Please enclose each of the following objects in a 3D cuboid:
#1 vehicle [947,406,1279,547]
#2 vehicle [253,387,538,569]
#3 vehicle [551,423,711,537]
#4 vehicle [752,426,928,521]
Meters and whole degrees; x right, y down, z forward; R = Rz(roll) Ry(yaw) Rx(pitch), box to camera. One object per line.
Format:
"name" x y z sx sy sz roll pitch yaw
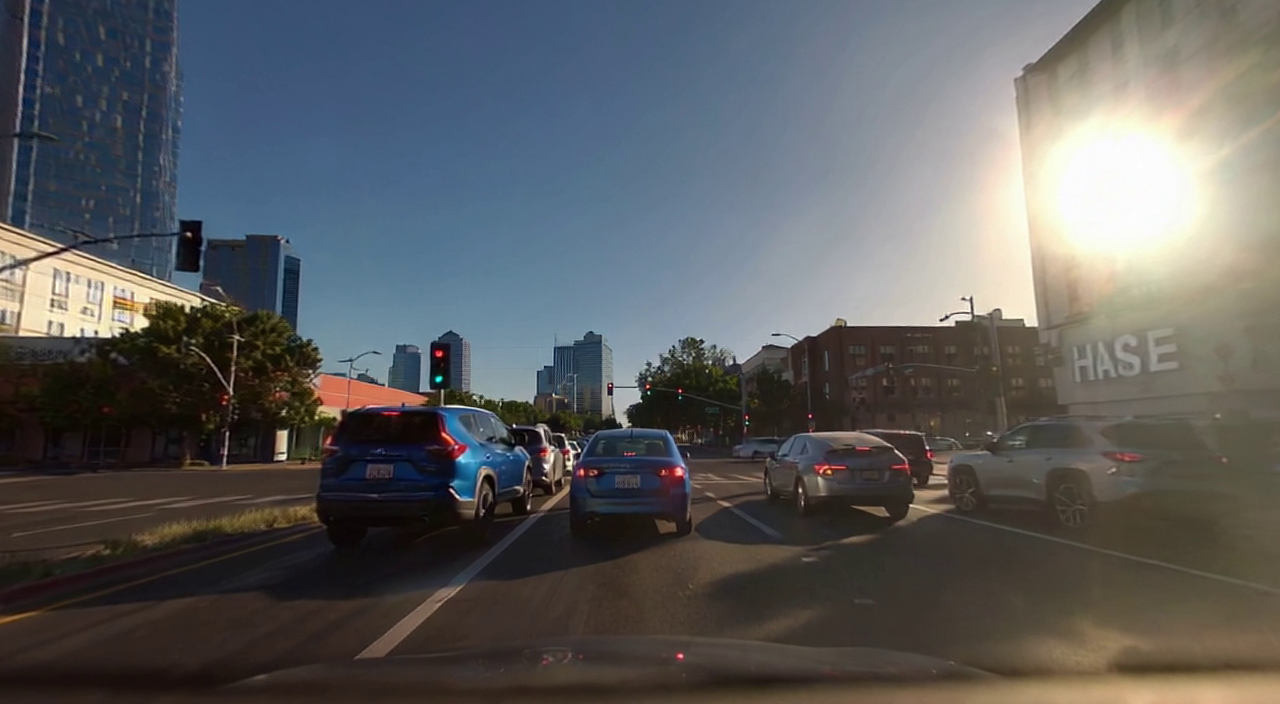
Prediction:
"vehicle" 7.247 1.894 10.254 2.068 1.731 4.752 0 -8 -1
"vehicle" -2.854 1.618 8.826 2.064 1.825 4.760 0 -8 0
"vehicle" -0.153 1.974 10.328 2.097 1.480 4.006 0 -8 -1
"vehicle" 3.575 2.256 12.282 1.861 1.473 4.393 0 -8 -2
